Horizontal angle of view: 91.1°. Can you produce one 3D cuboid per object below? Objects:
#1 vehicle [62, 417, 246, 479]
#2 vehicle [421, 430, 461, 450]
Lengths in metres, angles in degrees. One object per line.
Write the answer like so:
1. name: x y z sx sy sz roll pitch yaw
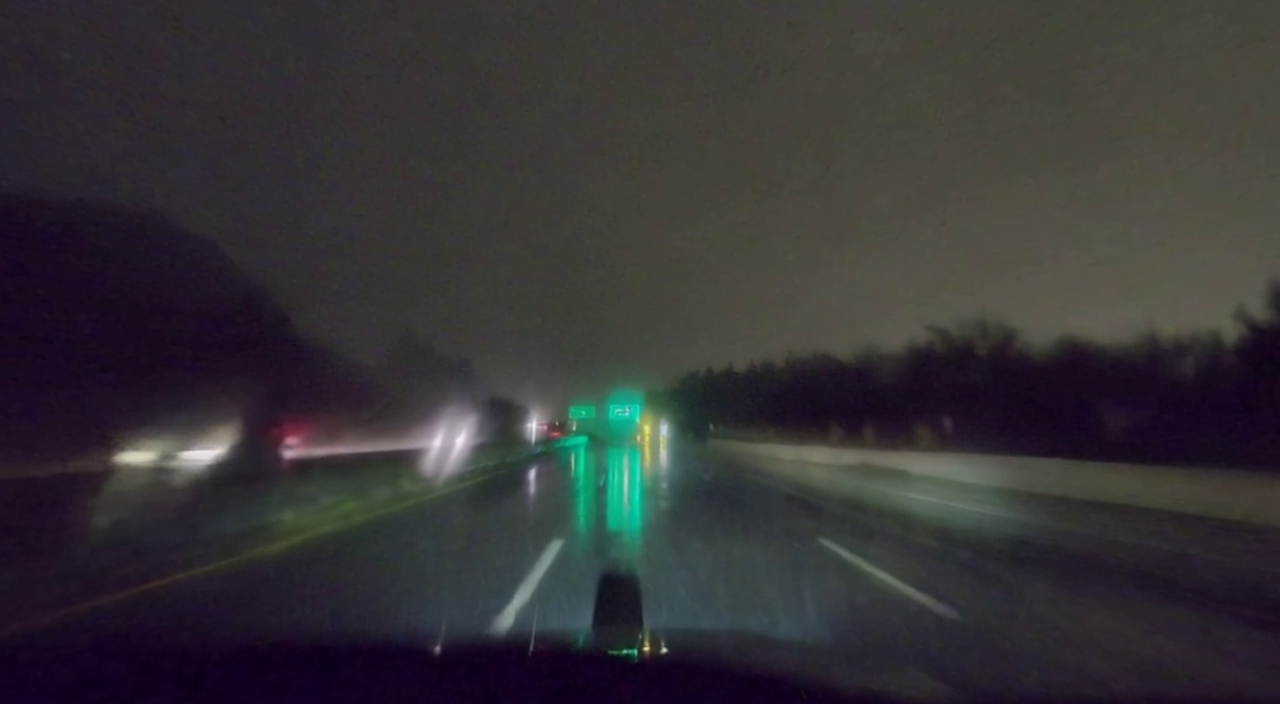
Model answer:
1. vehicle: -12.872 2.566 17.045 1.769 1.468 4.065 0 -8 -1
2. vehicle: -15.672 6.979 49.723 1.817 1.483 4.157 0 -8 -1
